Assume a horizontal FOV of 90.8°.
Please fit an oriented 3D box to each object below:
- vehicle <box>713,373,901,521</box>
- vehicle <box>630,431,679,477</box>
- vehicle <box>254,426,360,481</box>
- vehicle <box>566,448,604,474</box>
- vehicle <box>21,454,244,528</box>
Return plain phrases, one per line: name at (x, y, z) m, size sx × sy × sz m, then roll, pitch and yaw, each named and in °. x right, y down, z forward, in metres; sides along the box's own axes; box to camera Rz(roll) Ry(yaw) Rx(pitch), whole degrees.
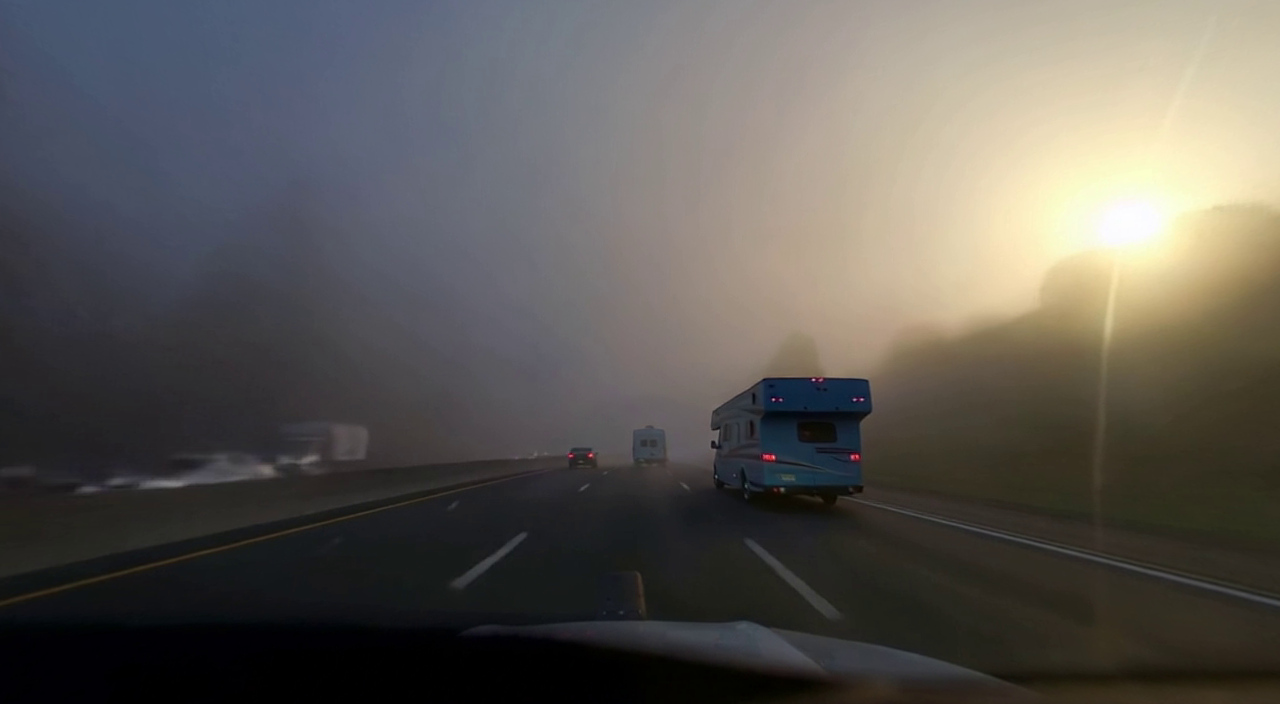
vehicle at (3.732, 2.433, 16.191) m, size 2.607 × 2.910 × 7.252 m, roll 0°, pitch -9°, yaw -2°
vehicle at (0.732, 5.607, 34.761) m, size 2.524 × 2.310 × 4.986 m, roll 0°, pitch -9°, yaw 0°
vehicle at (-18.894, 5.815, 36.273) m, size 2.605 × 2.905 × 6.055 m, roll 0°, pitch -9°, yaw 1°
vehicle at (-3.444, 6.899, 40.160) m, size 1.959 × 1.502 × 4.559 m, roll 0°, pitch -9°, yaw 1°
vehicle at (-11.339, 3.088, 14.547) m, size 1.794 × 1.424 × 3.959 m, roll 0°, pitch -9°, yaw 1°
